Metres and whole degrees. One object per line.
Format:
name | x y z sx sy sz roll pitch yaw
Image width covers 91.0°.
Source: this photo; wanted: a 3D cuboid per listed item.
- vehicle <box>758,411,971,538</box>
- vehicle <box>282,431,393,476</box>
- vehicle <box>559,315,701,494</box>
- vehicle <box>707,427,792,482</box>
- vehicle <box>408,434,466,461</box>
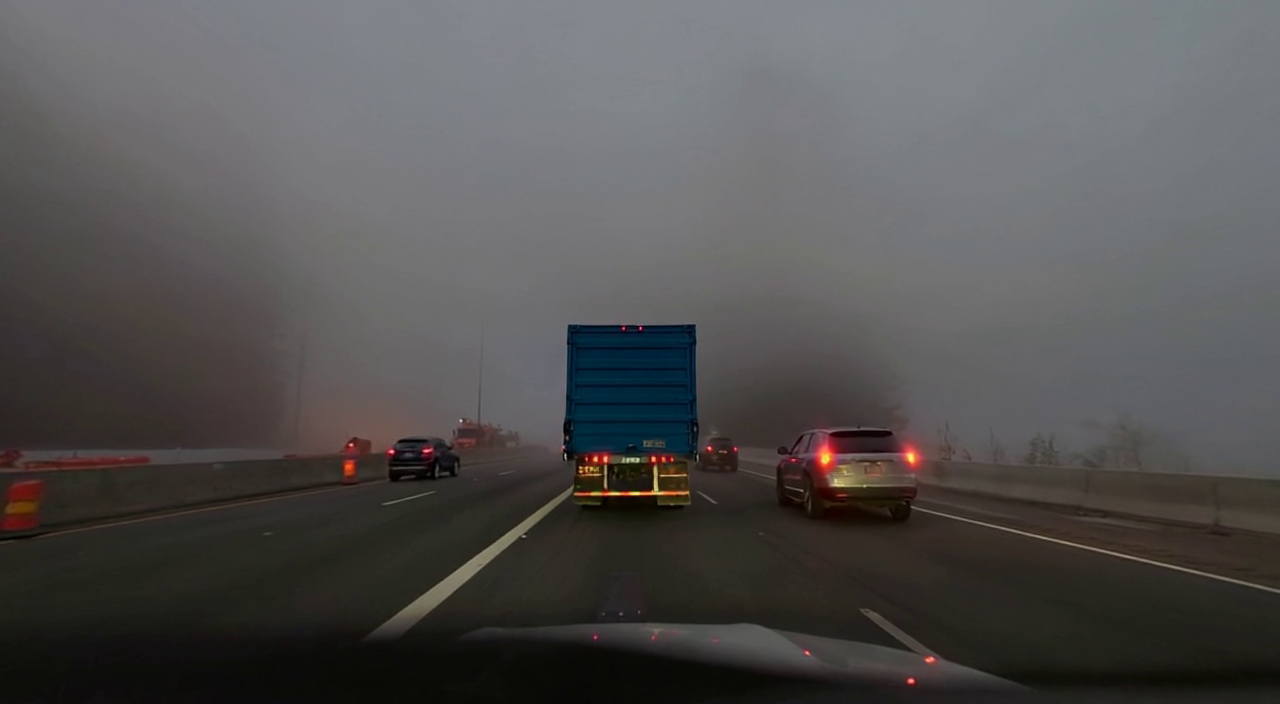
vehicle | 3.486 2.000 10.807 2.103 1.713 4.173 0 -9 0
vehicle | -12.850 4.367 27.169 2.054 1.708 4.663 1 -9 6
vehicle | -0.175 1.878 18.935 3.067 3.940 10.154 0 -9 0
vehicle | 3.673 3.546 21.906 1.998 1.713 4.149 1 -9 -3
vehicle | -12.371 5.855 38.663 1.887 1.511 4.152 -1 -9 5
